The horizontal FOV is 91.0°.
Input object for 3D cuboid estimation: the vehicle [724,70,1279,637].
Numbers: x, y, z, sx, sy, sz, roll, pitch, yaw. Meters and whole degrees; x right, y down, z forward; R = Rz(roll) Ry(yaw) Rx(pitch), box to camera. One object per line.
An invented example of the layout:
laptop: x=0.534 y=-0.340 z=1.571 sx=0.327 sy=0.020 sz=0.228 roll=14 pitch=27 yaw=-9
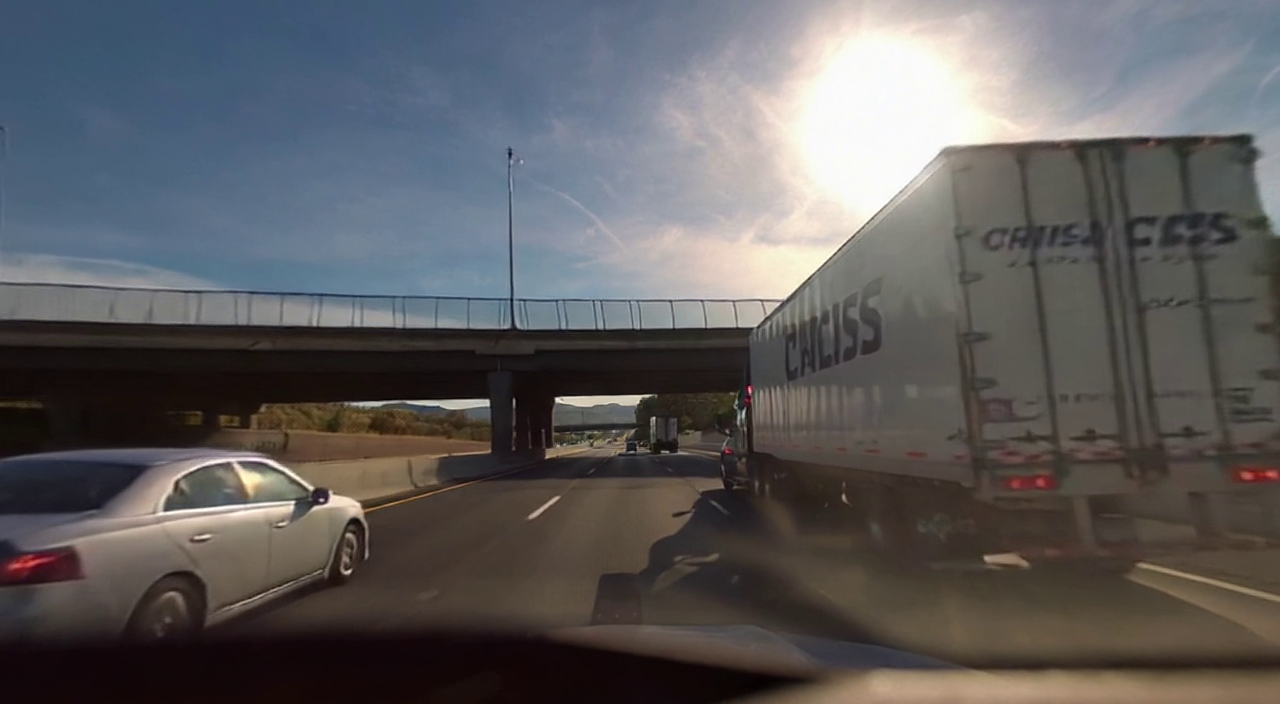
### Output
vehicle: x=4.238 y=0.902 z=11.733 sx=2.976 sy=4.064 sz=14.619 roll=0 pitch=-8 yaw=-1

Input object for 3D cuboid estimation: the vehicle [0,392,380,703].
vehicle: x=-3.479 y=1.143 z=3.920 sx=1.990 sy=1.520 sz=4.100 roll=0 pitch=-8 yaw=0
